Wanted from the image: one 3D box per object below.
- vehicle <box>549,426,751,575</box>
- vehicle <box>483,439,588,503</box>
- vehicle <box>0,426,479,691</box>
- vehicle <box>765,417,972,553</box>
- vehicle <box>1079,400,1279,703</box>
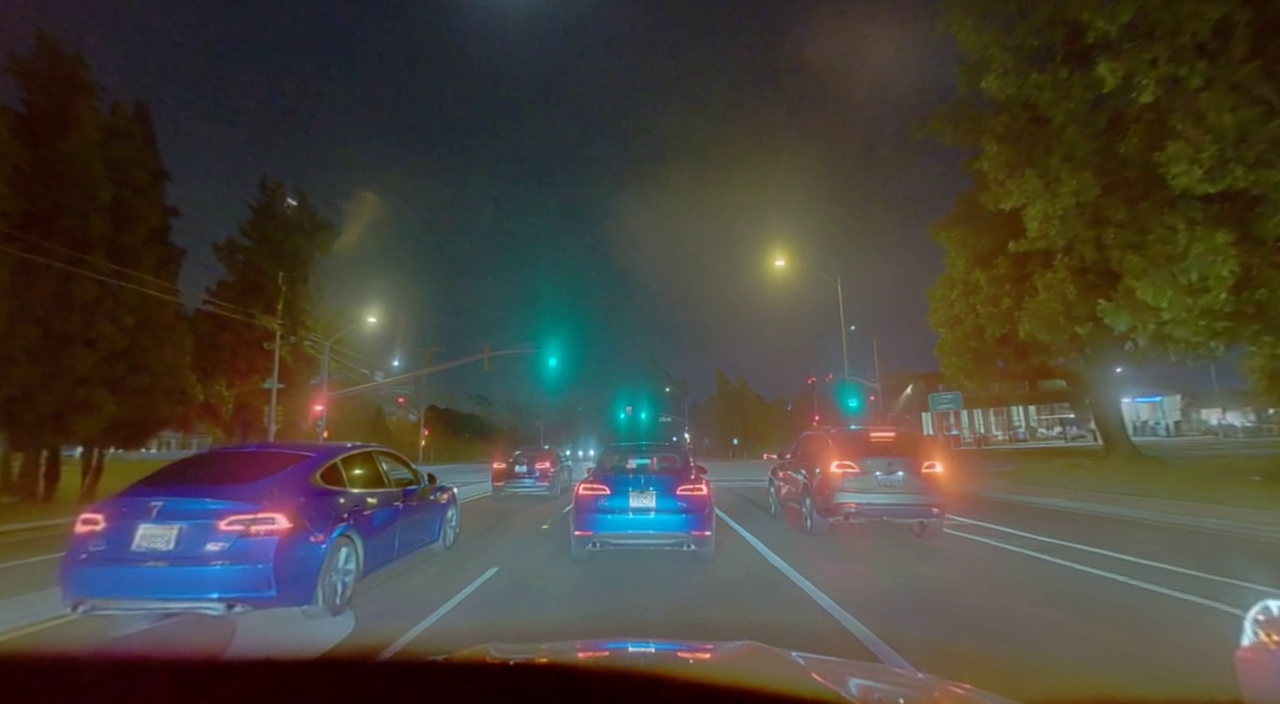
[{"bbox_3d":[0.104,1.899,8.881,2.144,1.563,4.218,0,-8,0],"label":"vehicle"},{"bbox_3d":[-2.739,3.224,17.524,2.089,1.537,4.073,-1,-9,2],"label":"vehicle"},{"bbox_3d":[-3.101,1.509,5.852,2.015,1.478,4.407,0,-8,0],"label":"vehicle"},{"bbox_3d":[3.441,2.075,10.441,1.938,1.732,4.006,2,-9,0],"label":"vehicle"},{"bbox_3d":[3.306,0.739,0.957,1.951,1.522,4.614,0,-9,0],"label":"vehicle"}]
